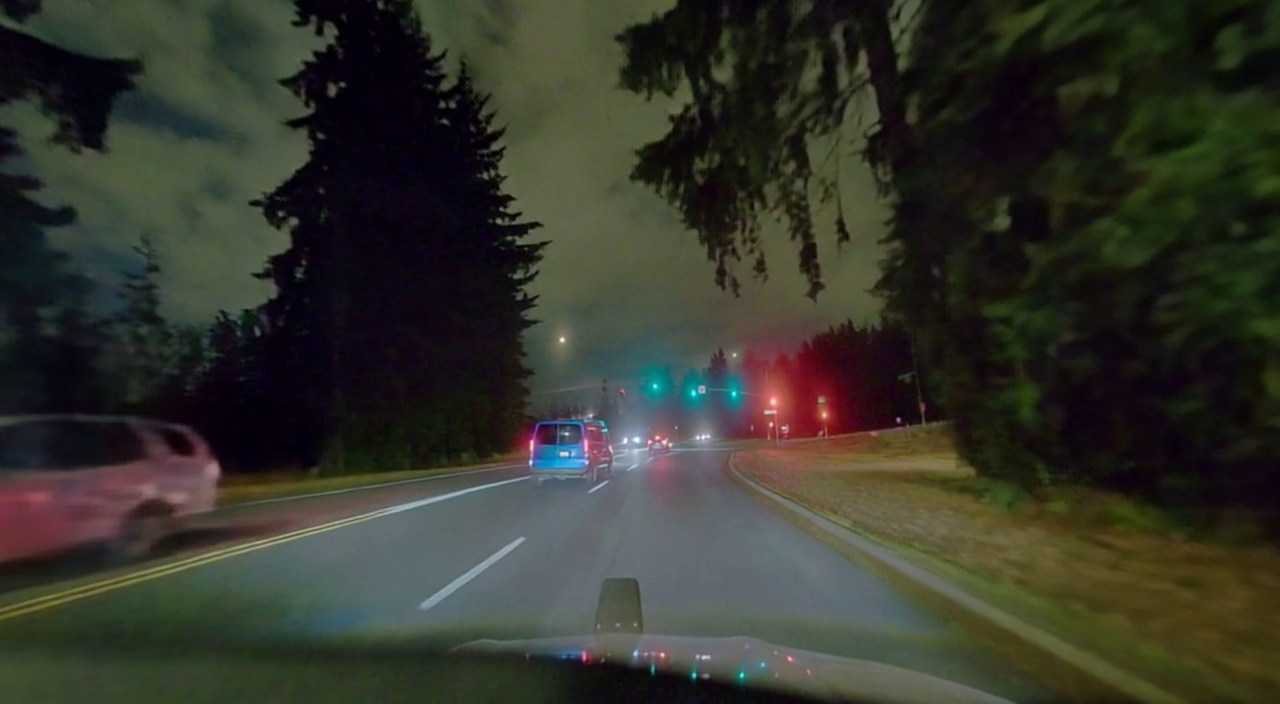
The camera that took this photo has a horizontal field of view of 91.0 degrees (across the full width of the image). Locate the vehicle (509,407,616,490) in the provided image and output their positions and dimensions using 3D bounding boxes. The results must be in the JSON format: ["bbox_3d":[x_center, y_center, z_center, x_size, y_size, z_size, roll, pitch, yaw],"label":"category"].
[{"bbox_3d":[-2.155,2.939,19.332,2.362,2.185,5.212,0,-8,3],"label":"vehicle"}]

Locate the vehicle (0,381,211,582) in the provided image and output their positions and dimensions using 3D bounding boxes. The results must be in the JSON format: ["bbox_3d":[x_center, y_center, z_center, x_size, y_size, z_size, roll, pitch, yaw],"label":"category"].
[{"bbox_3d":[-6.365,1.144,5.491,1.968,1.674,4.451,-2,-9,2],"label":"vehicle"}]
